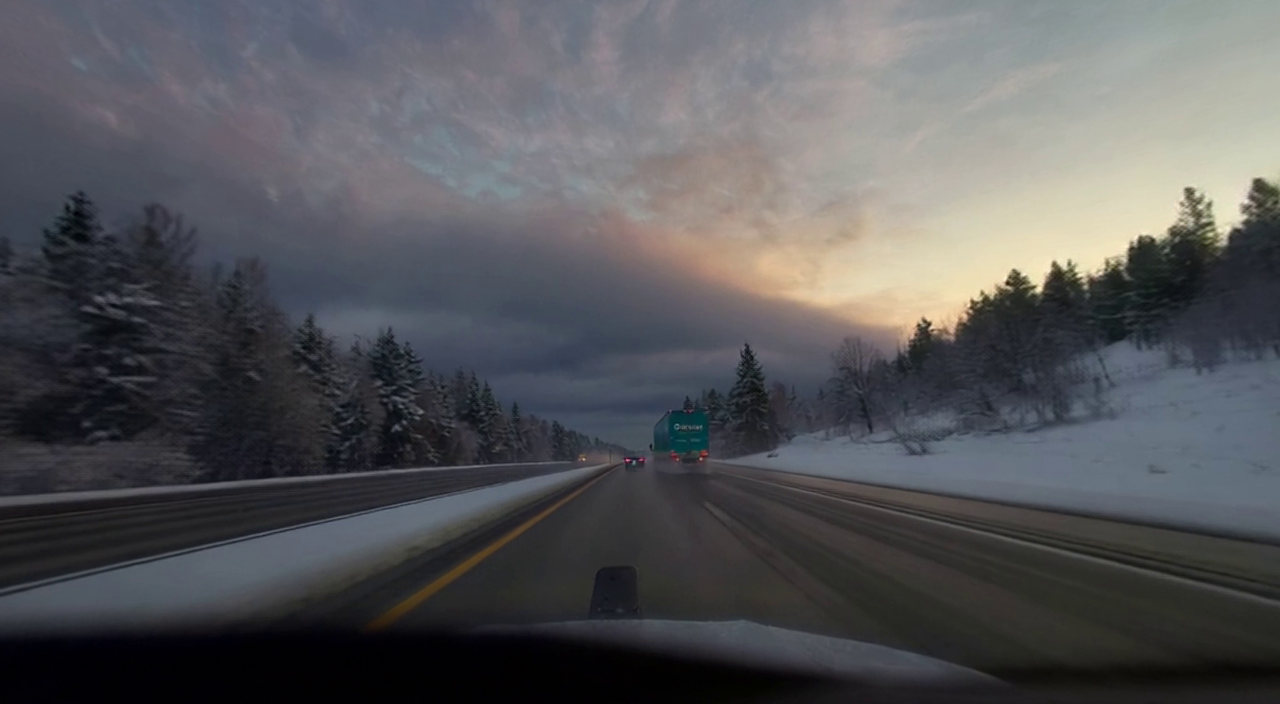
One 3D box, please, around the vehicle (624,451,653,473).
[{"bbox_3d":[-0.078,8.033,46.127,2.057,1.528,3.958,-1,-9,0],"label":"vehicle"}]
